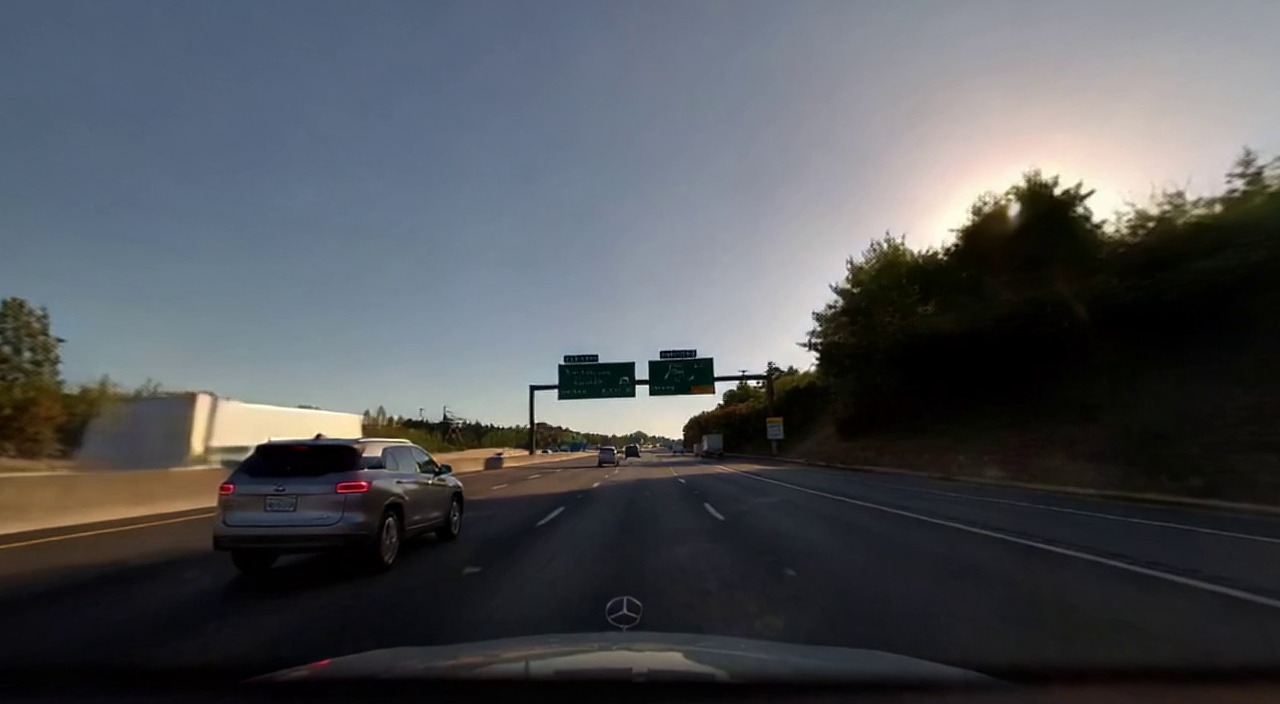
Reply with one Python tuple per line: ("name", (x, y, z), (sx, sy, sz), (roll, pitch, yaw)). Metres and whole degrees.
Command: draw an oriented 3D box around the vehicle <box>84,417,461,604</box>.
("vehicle", (-3.810, 1.700, 7.645), (2.016, 1.623, 4.126), (0, -9, 1))
